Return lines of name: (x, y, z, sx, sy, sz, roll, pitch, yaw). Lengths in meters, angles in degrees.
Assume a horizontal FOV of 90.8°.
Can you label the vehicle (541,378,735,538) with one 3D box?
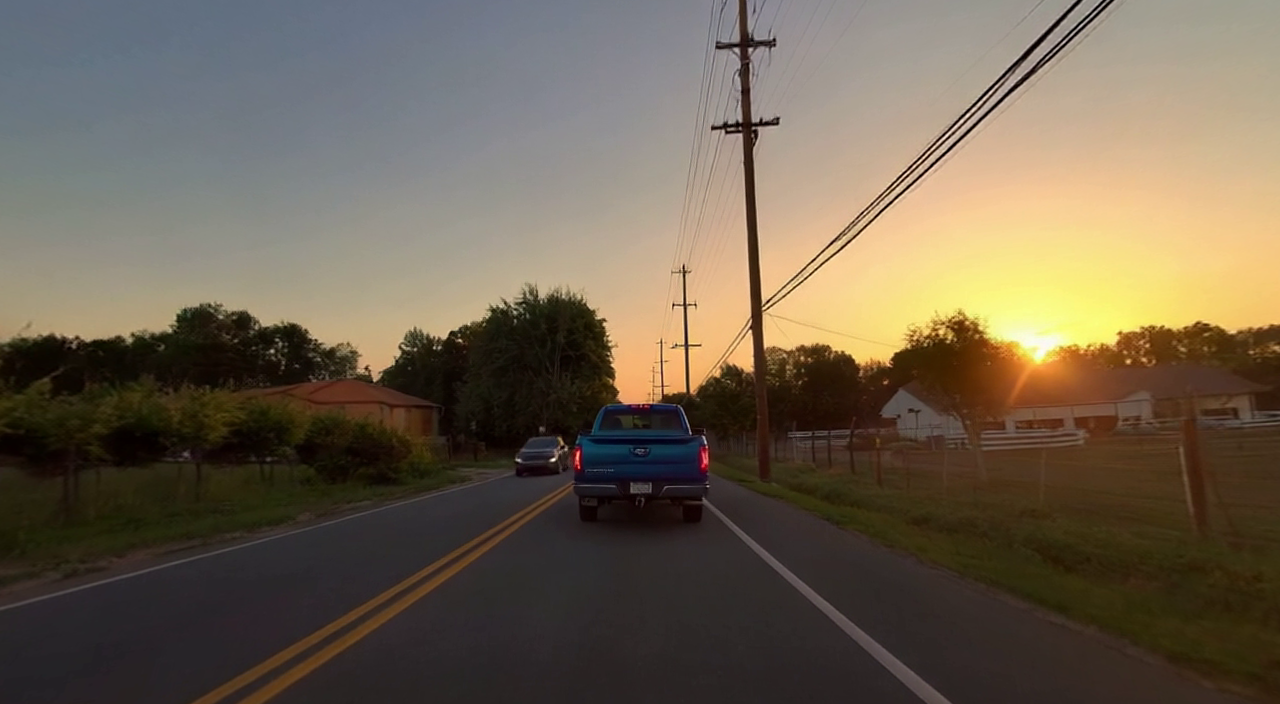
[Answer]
vehicle: (-0.075, 1.914, 11.851, 2.693, 2.223, 5.885, 0, -8, -1)
